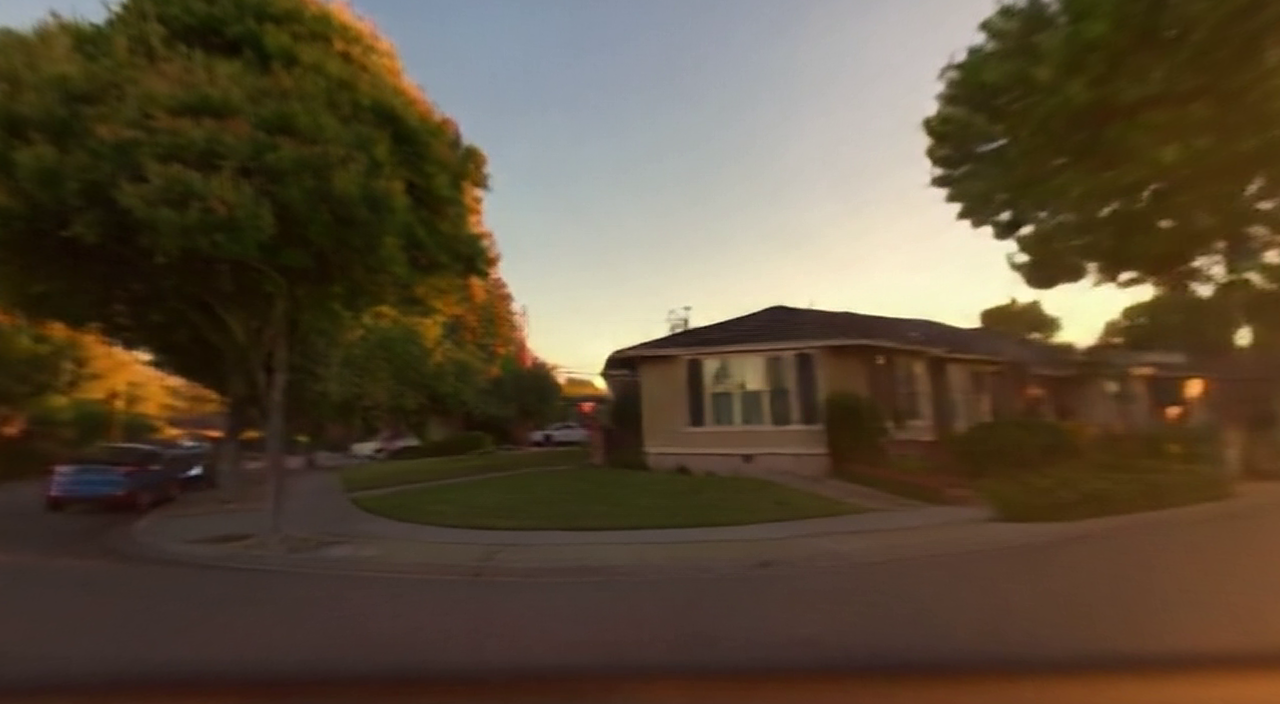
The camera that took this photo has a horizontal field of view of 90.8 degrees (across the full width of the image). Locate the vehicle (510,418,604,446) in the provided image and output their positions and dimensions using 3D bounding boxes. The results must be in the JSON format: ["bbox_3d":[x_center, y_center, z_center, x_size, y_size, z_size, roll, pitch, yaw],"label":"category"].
[{"bbox_3d":[-4.655,4.543,35.517,4.799,1.469,2.010,4,-9,-25],"label":"vehicle"}]

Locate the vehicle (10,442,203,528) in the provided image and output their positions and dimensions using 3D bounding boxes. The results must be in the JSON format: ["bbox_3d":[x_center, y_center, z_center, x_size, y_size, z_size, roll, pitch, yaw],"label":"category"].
[{"bbox_3d":[-11.116,2.710,13.635,1.969,1.493,4.681,4,-9,-26],"label":"vehicle"}]
